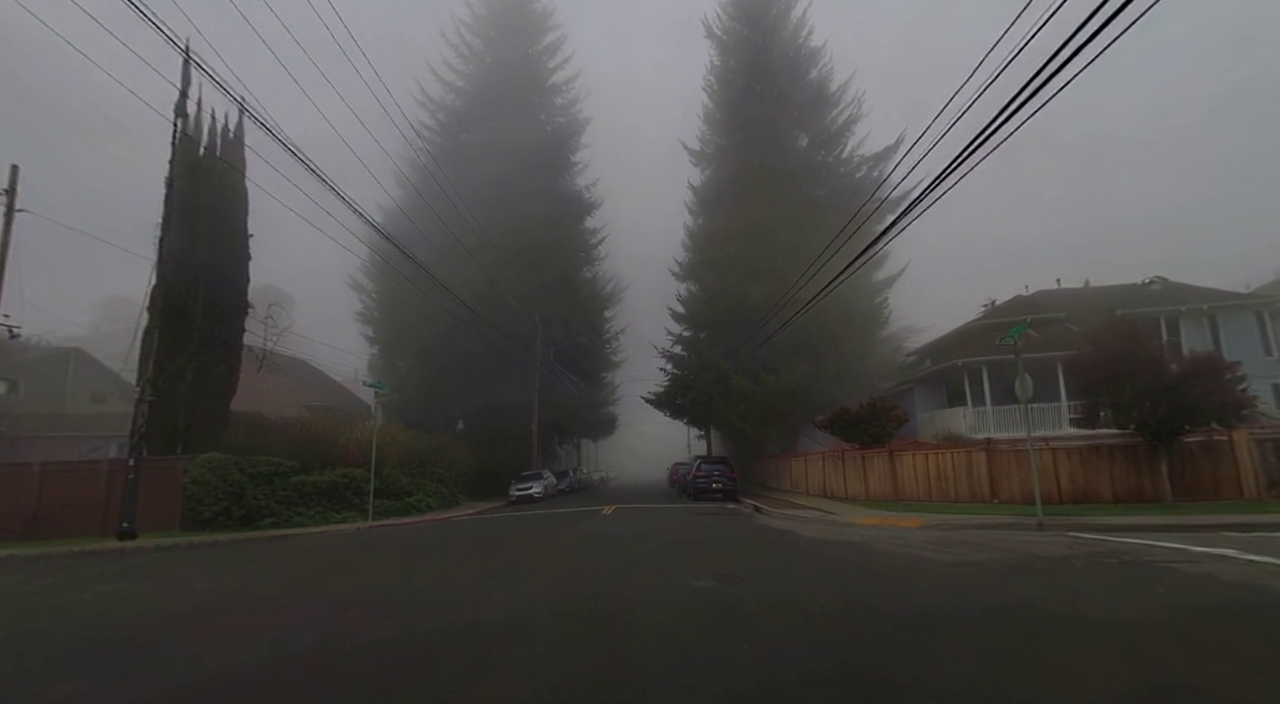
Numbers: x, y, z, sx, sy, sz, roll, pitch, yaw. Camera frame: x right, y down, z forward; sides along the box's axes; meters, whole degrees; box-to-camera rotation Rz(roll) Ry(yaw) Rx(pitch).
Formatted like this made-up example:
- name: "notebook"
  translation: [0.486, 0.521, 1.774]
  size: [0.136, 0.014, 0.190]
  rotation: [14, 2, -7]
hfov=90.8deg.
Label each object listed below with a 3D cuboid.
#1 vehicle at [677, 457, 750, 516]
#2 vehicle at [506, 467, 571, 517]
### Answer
- name: "vehicle"
  translation: [2.624, 4.952, 23.789]
  size: [2.051, 1.874, 4.459]
  rotation: [0, -8, -2]
- name: "vehicle"
  translation: [-4.262, 5.949, 27.294]
  size: [2.189, 1.771, 4.571]
  rotation: [0, -8, -2]
